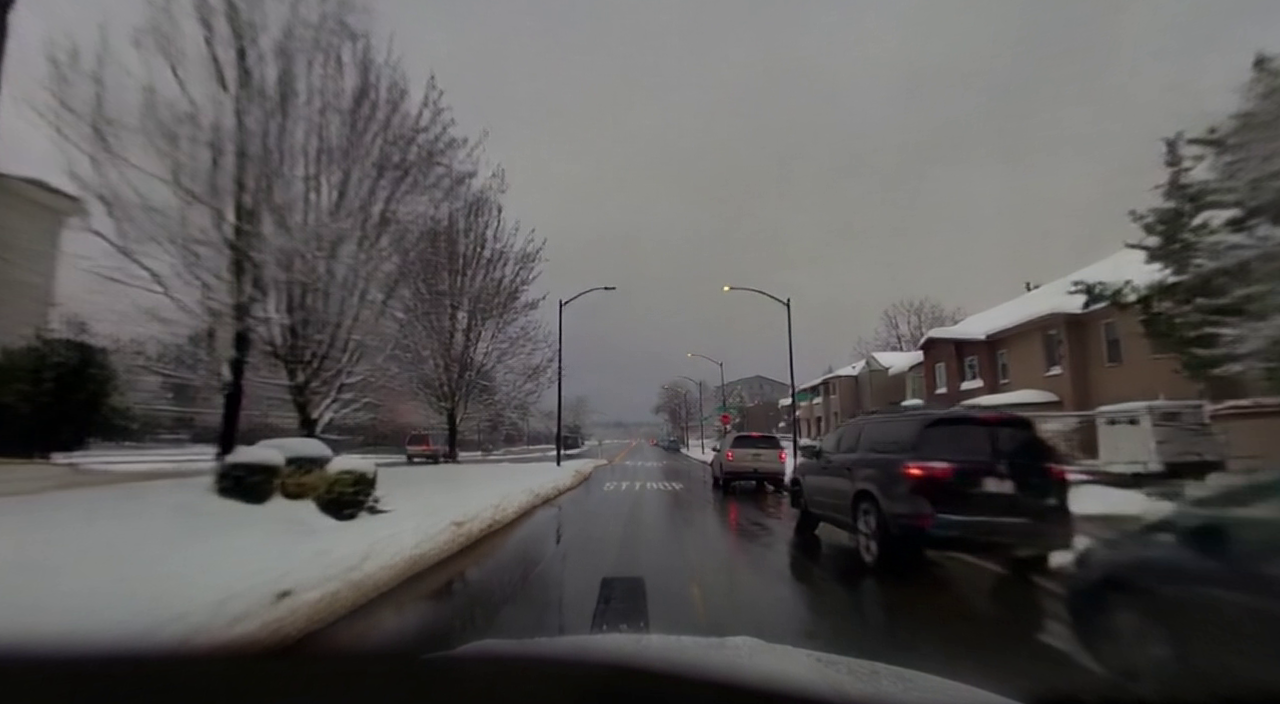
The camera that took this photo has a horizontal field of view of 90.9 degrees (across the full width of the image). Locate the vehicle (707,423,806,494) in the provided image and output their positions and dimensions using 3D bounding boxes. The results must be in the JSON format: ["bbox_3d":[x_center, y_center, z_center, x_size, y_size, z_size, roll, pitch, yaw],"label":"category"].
[{"bbox_3d":[3.266,3.113,18.687,2.067,1.846,4.384,0,-8,0],"label":"vehicle"}]

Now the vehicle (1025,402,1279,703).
[{"bbox_3d":[3.185,0.793,1.503,1.848,1.442,4.425,0,-8,2],"label":"vehicle"}]

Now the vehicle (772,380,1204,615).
[{"bbox_3d":[3.162,1.458,7.266,2.150,1.770,4.801,0,-9,-1],"label":"vehicle"}]
